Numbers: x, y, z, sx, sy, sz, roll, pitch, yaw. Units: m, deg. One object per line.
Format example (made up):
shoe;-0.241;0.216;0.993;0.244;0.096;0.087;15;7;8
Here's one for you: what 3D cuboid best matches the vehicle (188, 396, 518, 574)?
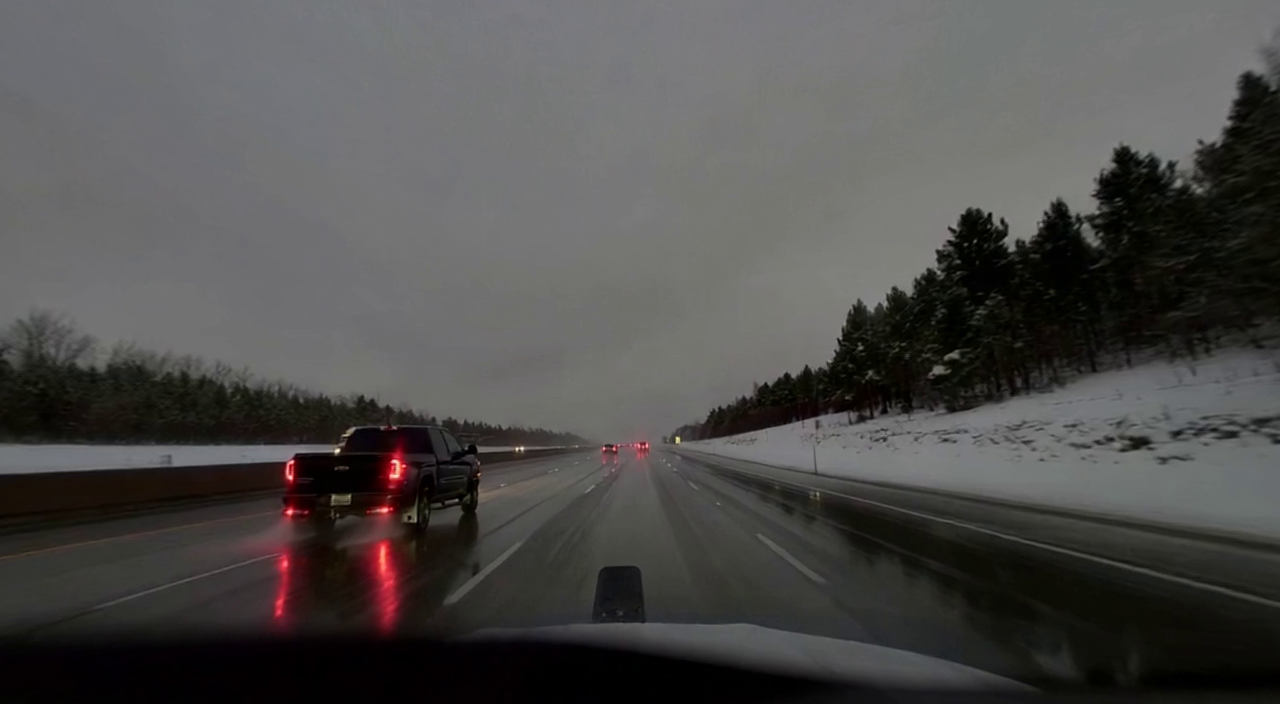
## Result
vehicle;-3.694;1.862;9.729;2.379;1.918;5.504;0;-8;1
